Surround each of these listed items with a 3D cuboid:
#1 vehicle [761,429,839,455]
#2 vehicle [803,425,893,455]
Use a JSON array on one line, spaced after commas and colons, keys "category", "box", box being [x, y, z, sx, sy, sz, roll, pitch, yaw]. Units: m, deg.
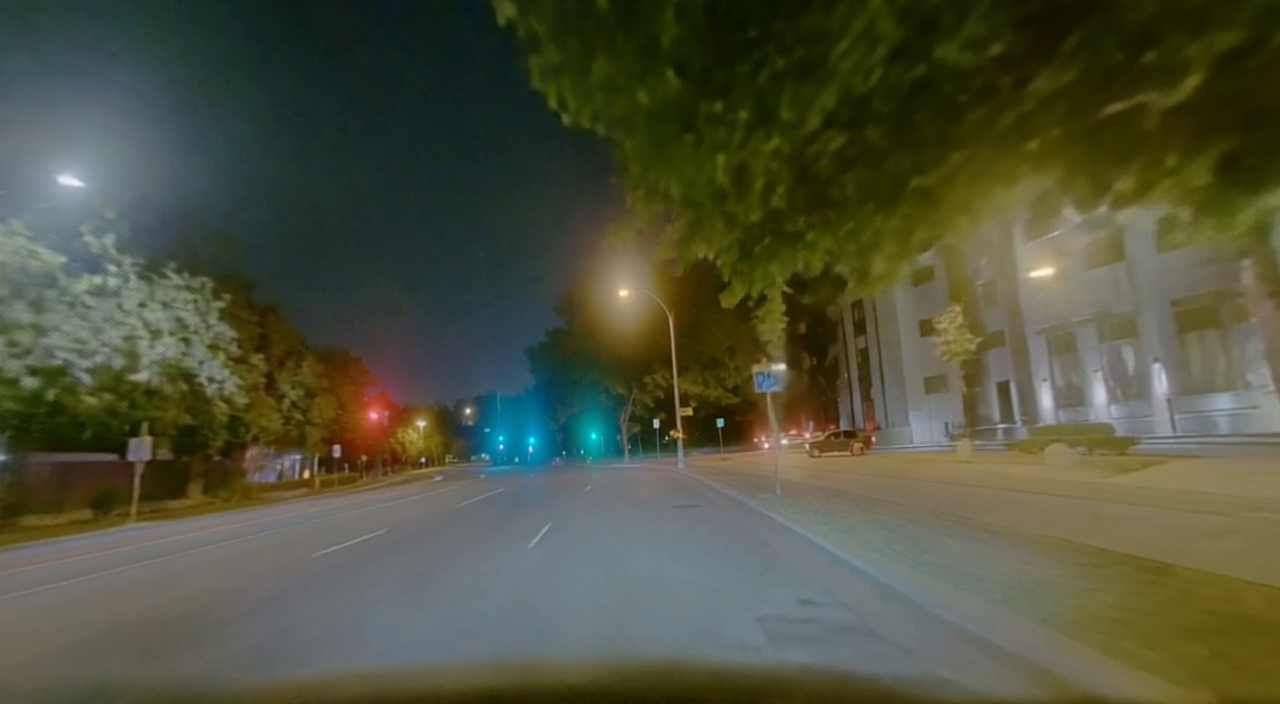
[{"category": "vehicle", "box": [10.350, 5.858, 40.986, 4.400, 1.584, 1.964, 2, -9, -12]}, {"category": "vehicle", "box": [11.697, 5.000, 35.698, 4.332, 1.581, 2.028, 2, -9, -11]}]
